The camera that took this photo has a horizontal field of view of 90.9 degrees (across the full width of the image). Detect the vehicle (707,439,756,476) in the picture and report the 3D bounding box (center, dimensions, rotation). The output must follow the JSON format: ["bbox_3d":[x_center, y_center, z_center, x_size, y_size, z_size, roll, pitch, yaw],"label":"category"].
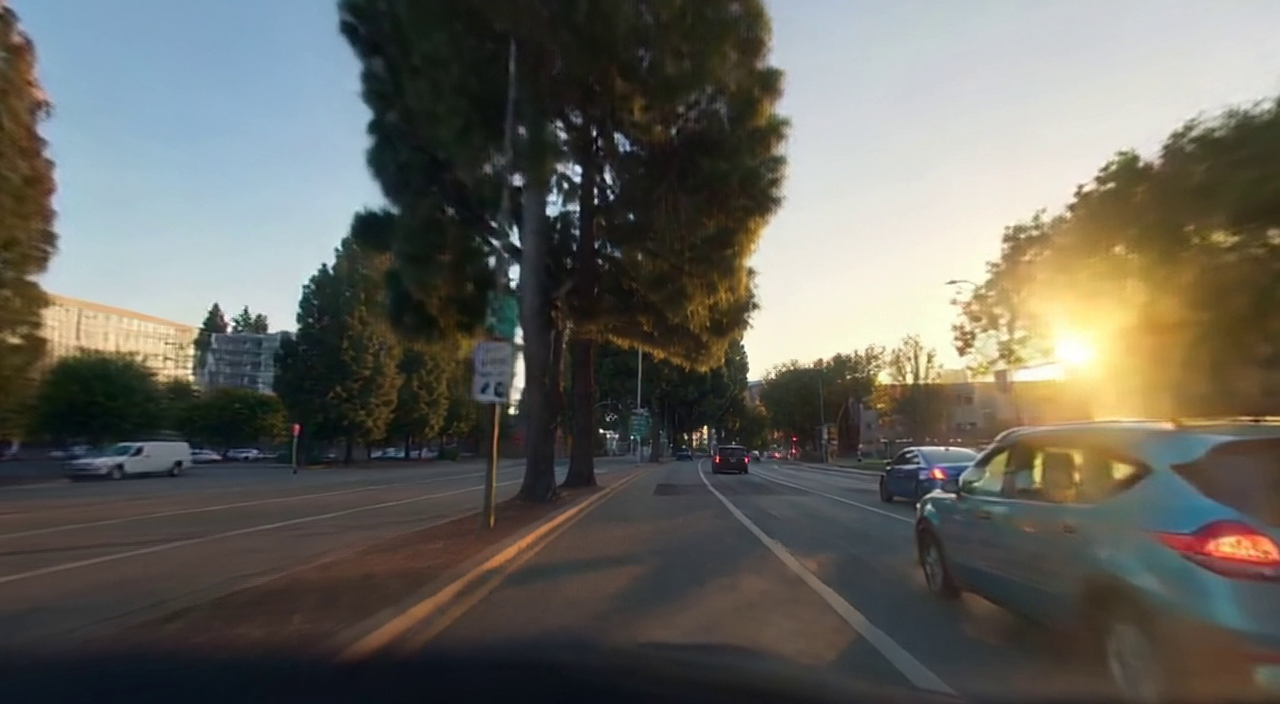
[{"bbox_3d":[4.848,5.648,34.061,2.154,1.844,4.634,0,-9,3],"label":"vehicle"}]

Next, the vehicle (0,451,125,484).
[{"bbox_3d":[-26.791,5.321,29.160,4.384,1.416,1.969,-1,-9,7],"label":"vehicle"}]

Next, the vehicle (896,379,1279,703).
[{"bbox_3d":[3.461,1.188,4.168,1.901,1.634,3.952,0,-9,1],"label":"vehicle"}]

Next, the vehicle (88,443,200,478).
[{"bbox_3d":[-26.227,5.723,33.402,4.378,1.744,1.981,-1,-9,6],"label":"vehicle"}]
